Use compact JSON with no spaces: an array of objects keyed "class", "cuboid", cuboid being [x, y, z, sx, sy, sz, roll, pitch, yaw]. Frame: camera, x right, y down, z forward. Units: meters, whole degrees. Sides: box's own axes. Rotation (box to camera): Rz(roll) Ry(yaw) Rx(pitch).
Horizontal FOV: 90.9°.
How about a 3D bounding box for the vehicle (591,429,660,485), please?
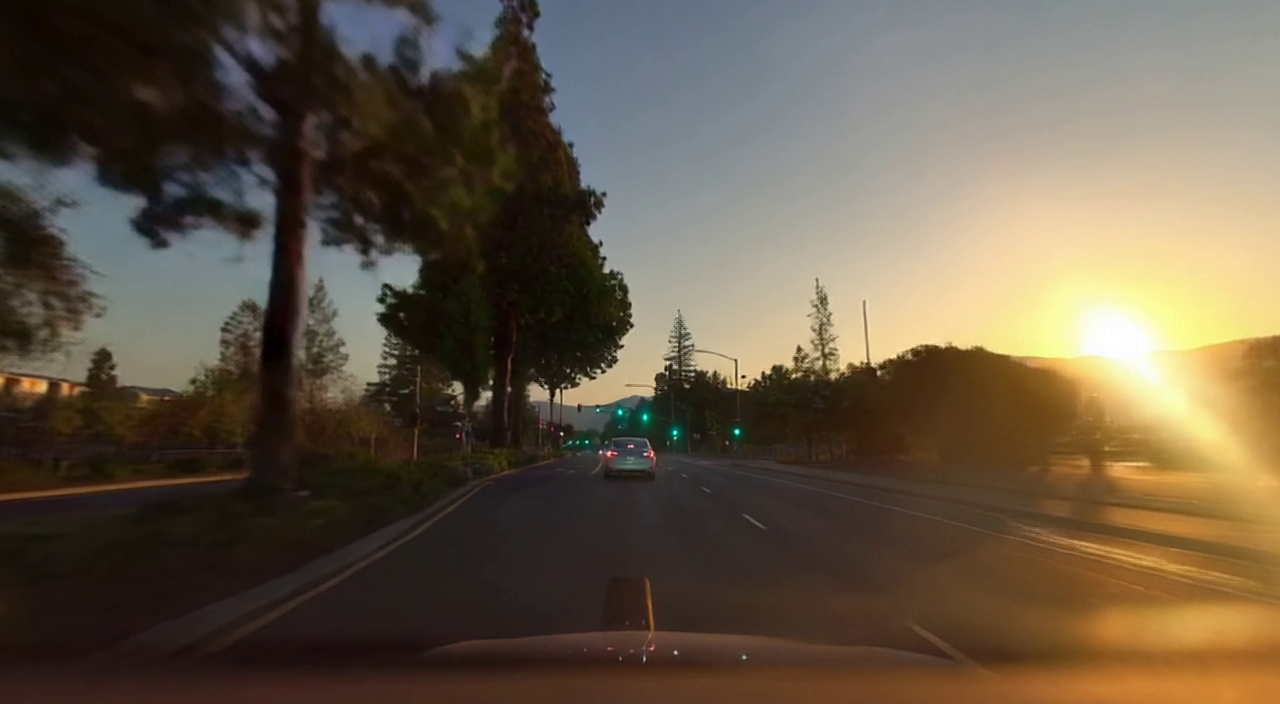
[{"class":"vehicle","cuboid":[-0.515,3.688,22.333,2.192,1.734,4.176,1,-9,-1]}]
